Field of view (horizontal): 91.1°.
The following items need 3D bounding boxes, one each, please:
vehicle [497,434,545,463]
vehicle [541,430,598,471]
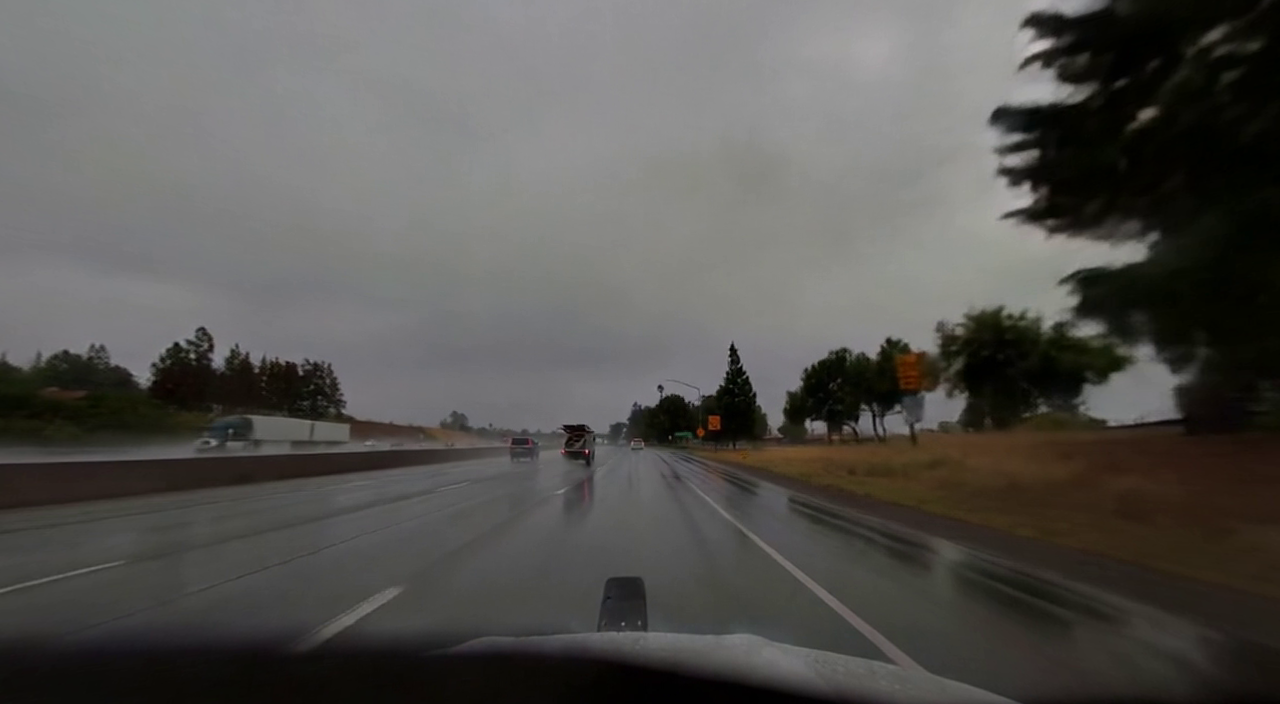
[{"bbox_3d":[-7.518,6.157,40.115,2.078,1.729,4.722,0,-8,0],"label":"vehicle"},{"bbox_3d":[-3.215,4.597,29.311,2.194,1.766,3.720,0,-8,0],"label":"vehicle"}]
